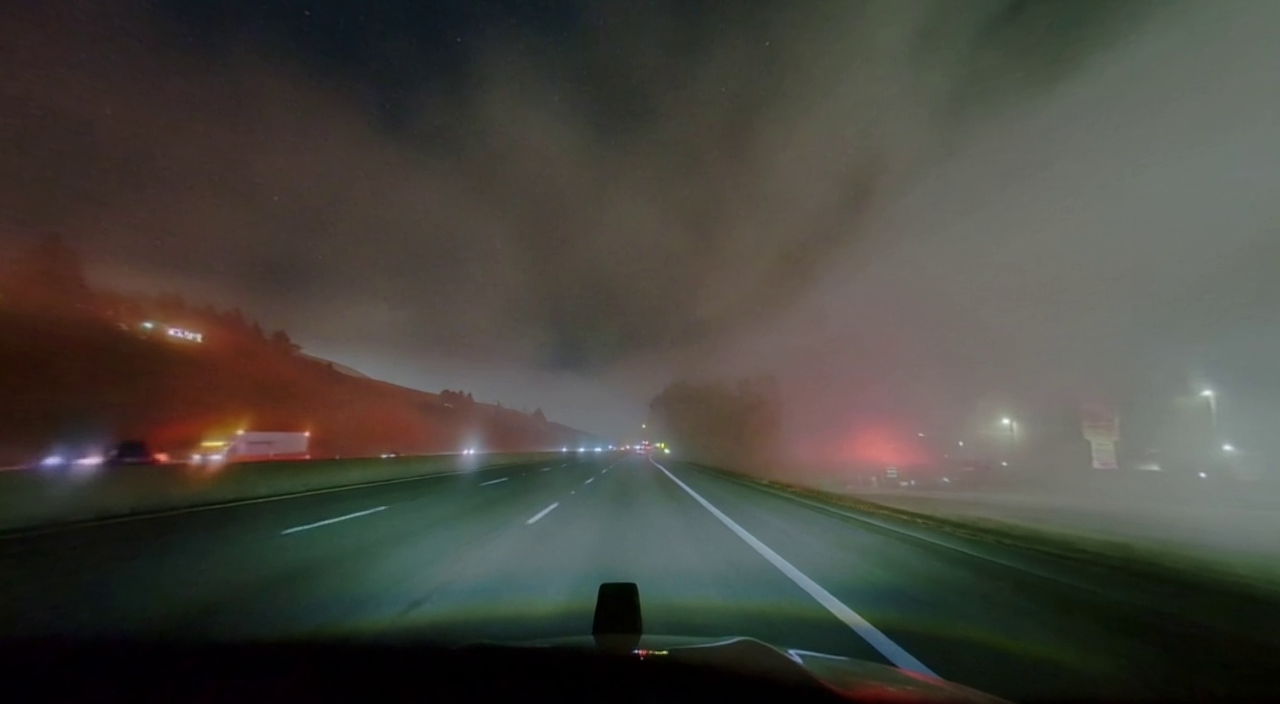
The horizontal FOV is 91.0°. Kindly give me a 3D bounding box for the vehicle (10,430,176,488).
[{"bbox_3d":[-36.641,7.209,42.870,2.933,3.474,9.227,0,-9,0],"label":"vehicle"}]
